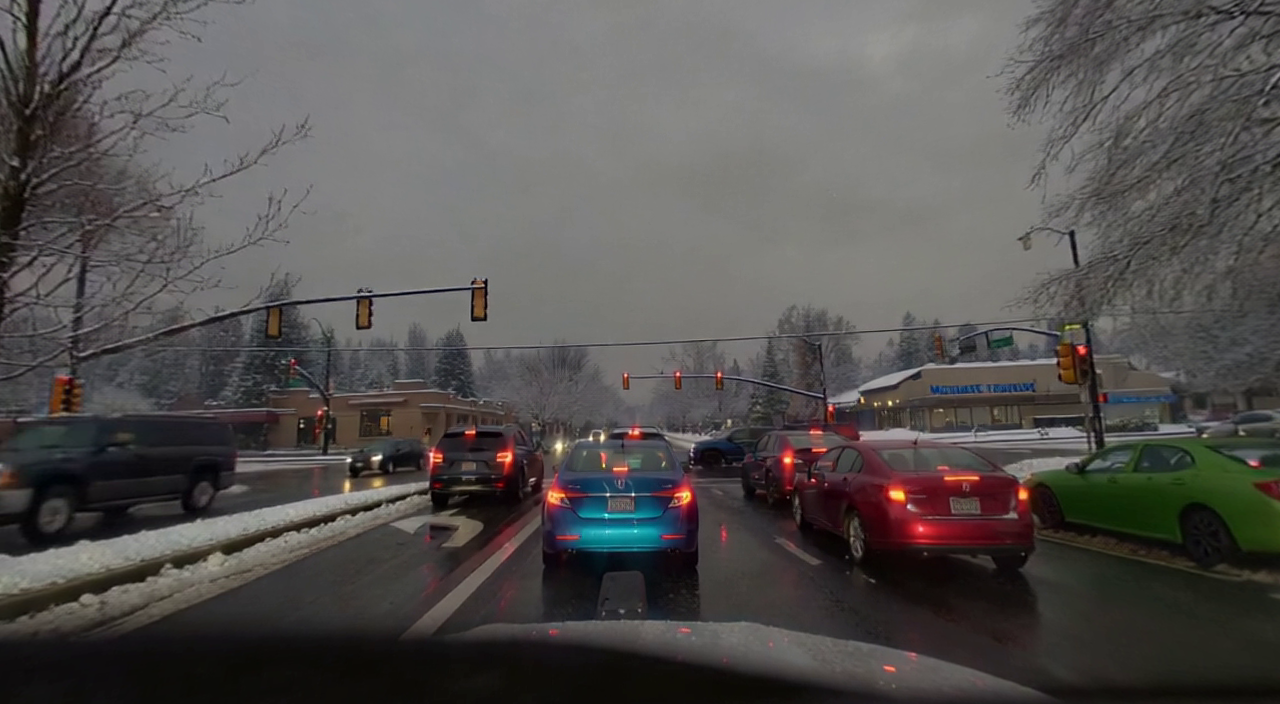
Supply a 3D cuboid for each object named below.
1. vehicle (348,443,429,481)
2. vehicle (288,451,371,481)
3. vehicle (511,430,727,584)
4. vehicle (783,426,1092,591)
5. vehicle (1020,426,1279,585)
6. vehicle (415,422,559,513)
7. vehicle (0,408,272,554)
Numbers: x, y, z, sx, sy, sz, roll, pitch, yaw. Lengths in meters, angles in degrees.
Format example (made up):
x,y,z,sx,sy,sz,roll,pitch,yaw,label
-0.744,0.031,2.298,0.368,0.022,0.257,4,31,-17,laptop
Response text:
x,y,z,sx,sy,sz,roll,pitch,yaw,label
-12.008,5.240,30.465,1.959,1.704,4.410,0,-8,2,vehicle
-19.489,7.120,39.743,1.898,1.671,4.238,-8,-12,44,vehicle
-0.181,1.800,8.165,2.098,1.477,3.897,0,-8,1,vehicle
3.235,1.759,8.001,2.020,1.513,4.120,0,-8,2,vehicle
7.148,1.731,7.824,2.004,1.508,4.646,0,-8,0,vehicle
-3.434,2.714,15.417,2.160,1.823,5.115,0,-8,1,vehicle
-8.741,2.031,10.661,2.140,1.892,4.689,0,-8,1,vehicle
